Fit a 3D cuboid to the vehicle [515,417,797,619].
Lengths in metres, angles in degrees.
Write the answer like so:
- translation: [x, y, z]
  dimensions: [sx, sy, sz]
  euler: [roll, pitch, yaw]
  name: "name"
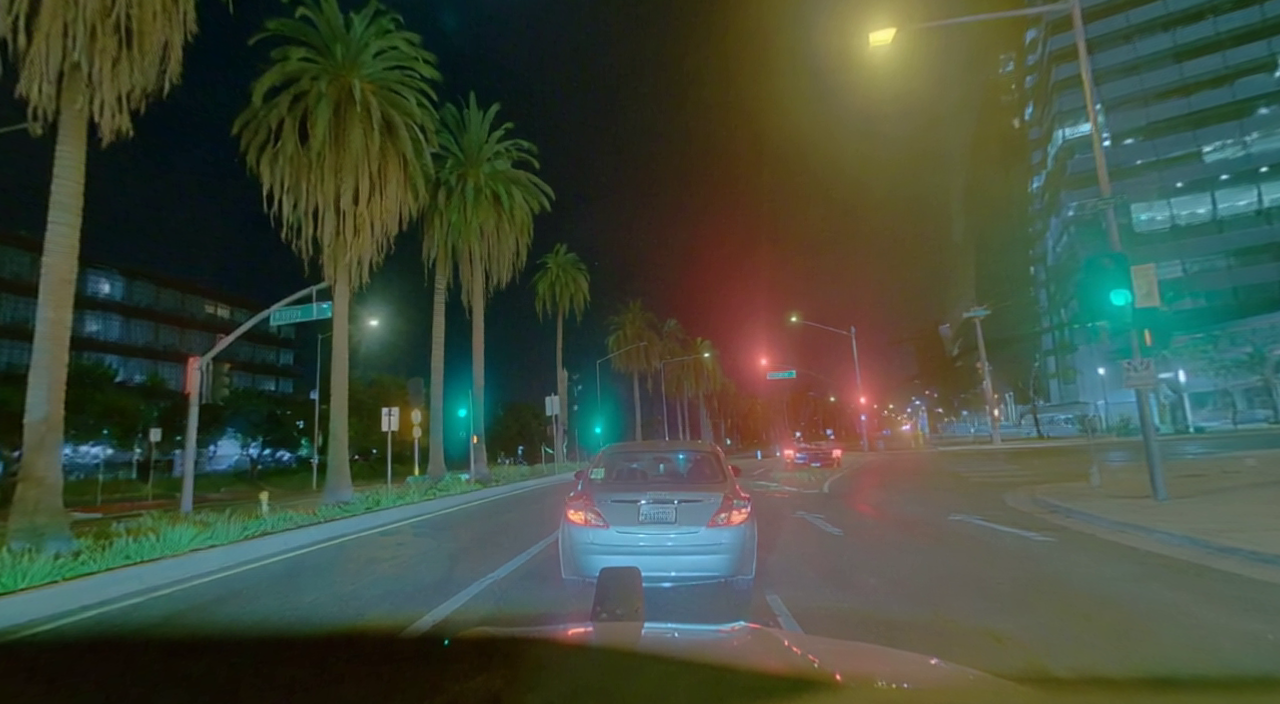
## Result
- translation: [0.144, 1.552, 6.822]
  dimensions: [2.096, 1.492, 4.071]
  euler: [0, -9, 1]
  name: "vehicle"
